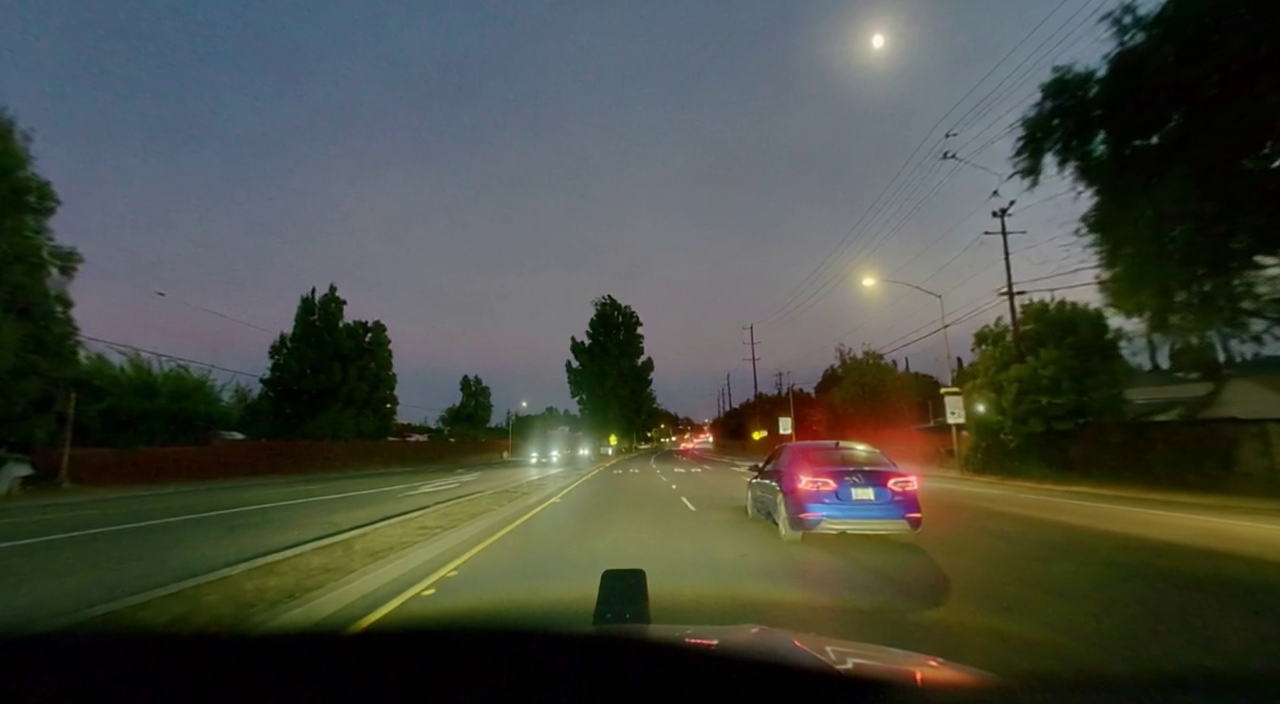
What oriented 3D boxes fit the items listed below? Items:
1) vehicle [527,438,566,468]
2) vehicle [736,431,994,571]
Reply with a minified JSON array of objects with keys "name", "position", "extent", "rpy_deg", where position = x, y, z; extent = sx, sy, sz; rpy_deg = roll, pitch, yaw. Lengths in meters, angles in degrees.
[{"name":"vehicle","position":[-6.367,6.940,43.470],"extent":[1.983,1.882,4.281],"rpy_deg":[0,-8,0]},{"name":"vehicle","position":[2.763,1.928,8.988],"extent":[2.063,1.481,4.247],"rpy_deg":[0,-8,-1]}]
